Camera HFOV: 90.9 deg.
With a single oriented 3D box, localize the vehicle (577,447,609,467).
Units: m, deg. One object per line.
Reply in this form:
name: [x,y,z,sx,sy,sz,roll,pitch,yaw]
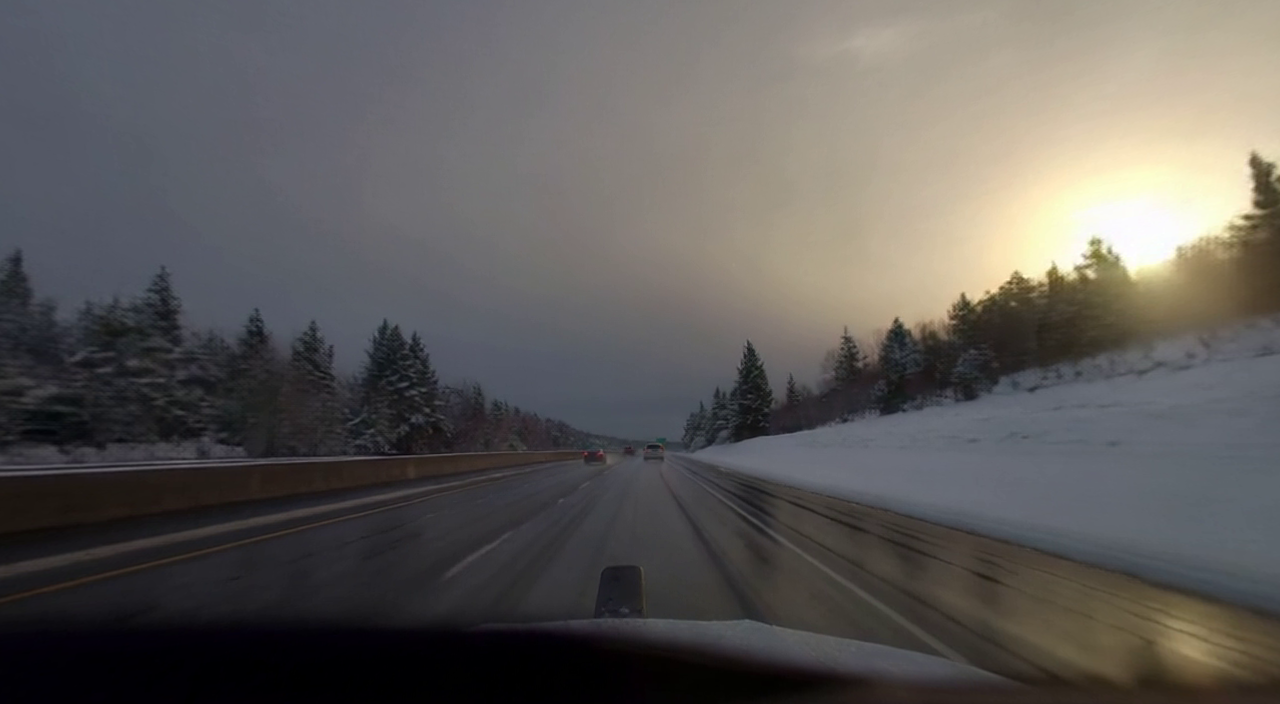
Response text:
vehicle: [-3.558,8.010,48.243,2.033,1.449,3.957,0,-9,1]
